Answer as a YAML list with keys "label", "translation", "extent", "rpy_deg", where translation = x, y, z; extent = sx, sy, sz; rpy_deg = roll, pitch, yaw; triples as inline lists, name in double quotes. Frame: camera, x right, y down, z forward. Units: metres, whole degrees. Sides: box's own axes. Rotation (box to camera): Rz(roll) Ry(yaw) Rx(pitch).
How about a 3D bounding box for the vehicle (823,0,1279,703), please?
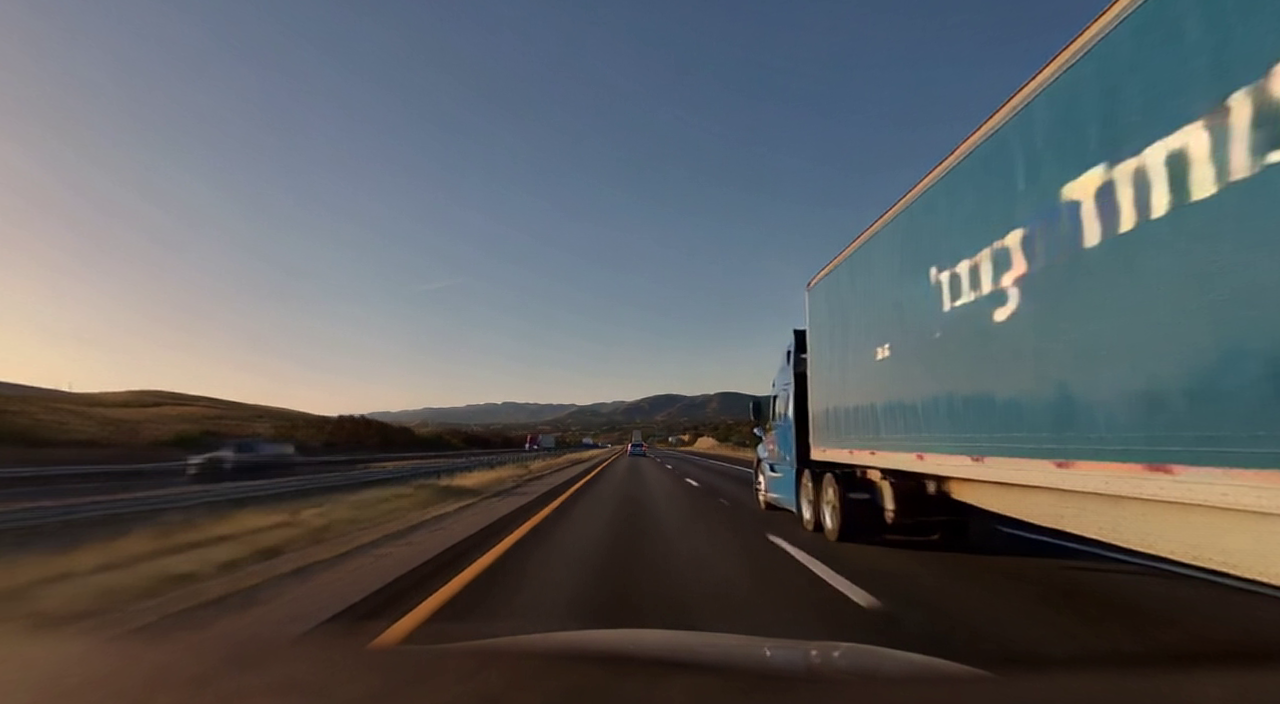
- label: "vehicle"
  translation: [4.206, -0.260, 4.155]
  extent: [2.859, 4.378, 10.032]
  rpy_deg: [0, -8, 0]

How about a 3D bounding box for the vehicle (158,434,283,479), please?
- label: "vehicle"
  translation: [-17.366, 4.337, 26.503]
  extent: [2.047, 1.682, 4.656]
  rpy_deg: [0, -8, 0]
